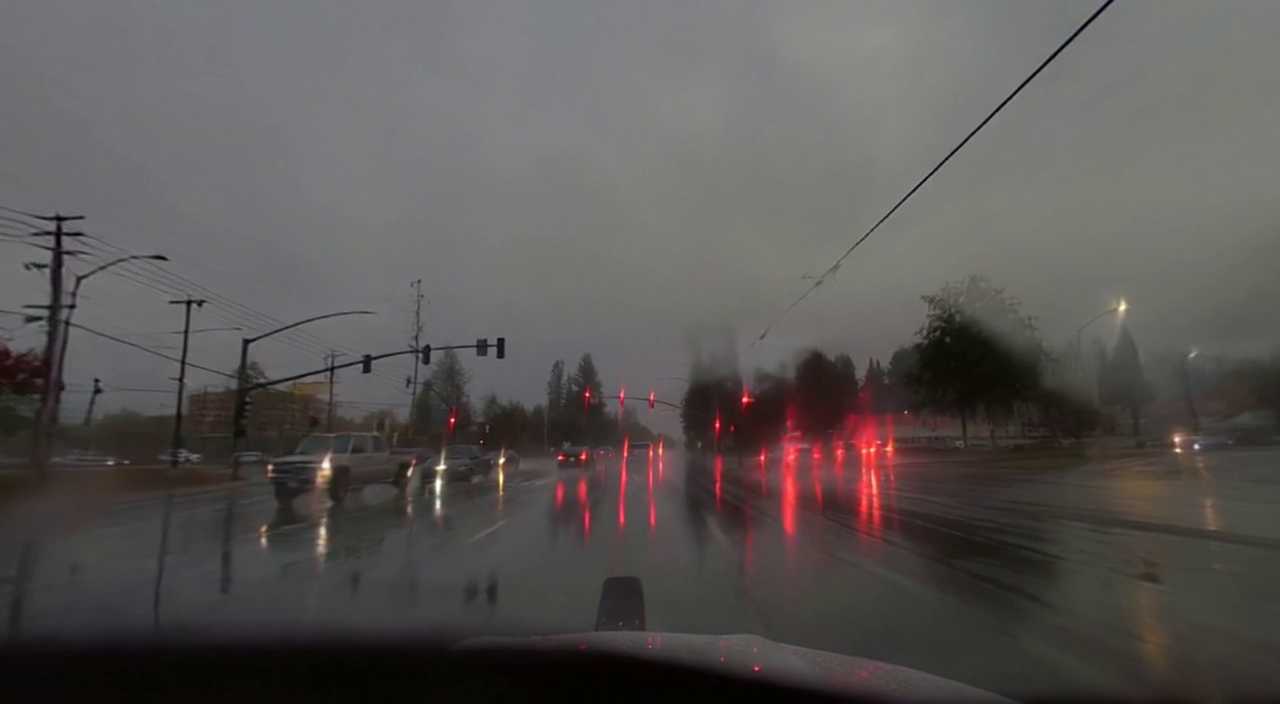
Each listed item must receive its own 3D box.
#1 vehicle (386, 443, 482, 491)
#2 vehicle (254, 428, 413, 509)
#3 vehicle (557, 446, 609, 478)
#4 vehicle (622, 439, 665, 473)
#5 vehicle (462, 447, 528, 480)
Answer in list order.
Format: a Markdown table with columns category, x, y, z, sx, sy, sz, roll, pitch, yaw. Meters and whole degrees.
| category | x | y | z | sx | sy | sz | roll | pitch | yaw |
| --- | --- | --- | --- | --- | --- | --- | --- | --- | --- |
| vehicle | -7.466 | 4.178 | 23.379 | 1.912 | 1.573 | 4.299 | 0 | -8 | 3 |
| vehicle | -7.443 | 2.857 | 15.902 | 1.860 | 1.754 | 4.089 | 0 | -8 | 1 |
| vehicle | -2.763 | 5.462 | 31.691 | 2.064 | 1.464 | 4.373 | 0 | -8 | 2 |
| vehicle | 0.292 | 6.079 | 37.211 | 2.276 | 1.850 | 3.897 | -1 | -8 | 4 |
| vehicle | -6.942 | 5.362 | 30.683 | 1.904 | 1.449 | 4.580 | 0 | -8 | 3 |
